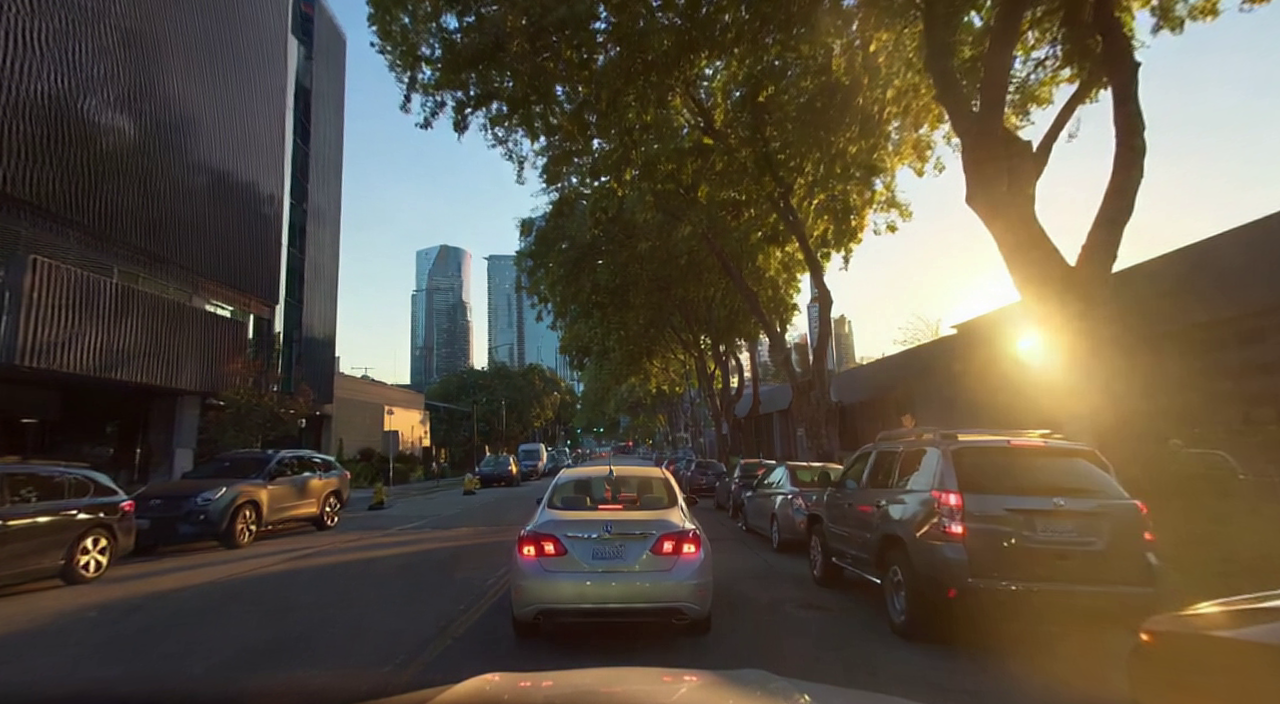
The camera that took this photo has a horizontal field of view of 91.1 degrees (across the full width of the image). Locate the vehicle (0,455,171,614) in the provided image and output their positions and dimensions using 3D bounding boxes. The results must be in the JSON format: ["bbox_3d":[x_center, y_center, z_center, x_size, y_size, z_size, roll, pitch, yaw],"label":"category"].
[{"bbox_3d":[-6.986,1.702,5.874,1.900,1.471,4.202,1,-10,0],"label":"vehicle"}]

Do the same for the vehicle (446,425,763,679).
[{"bbox_3d":[-0.200,1.617,5.932,2.018,1.583,3.646,1,-10,1],"label":"vehicle"}]

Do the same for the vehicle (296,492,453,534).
[{"bbox_3d":[-6.948,4.313,17.160,2.223,0.774,4.789,1,-10,0],"label":"vehicle"}]

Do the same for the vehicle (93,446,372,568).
[{"bbox_3d":[-6.828,2.614,11.334,1.994,1.701,4.520,0,-10,0],"label":"vehicle"}]

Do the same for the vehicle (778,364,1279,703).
[{"bbox_3d":[2.707,1.434,5.710,1.868,1.920,4.501,1,-10,0],"label":"vehicle"}]
